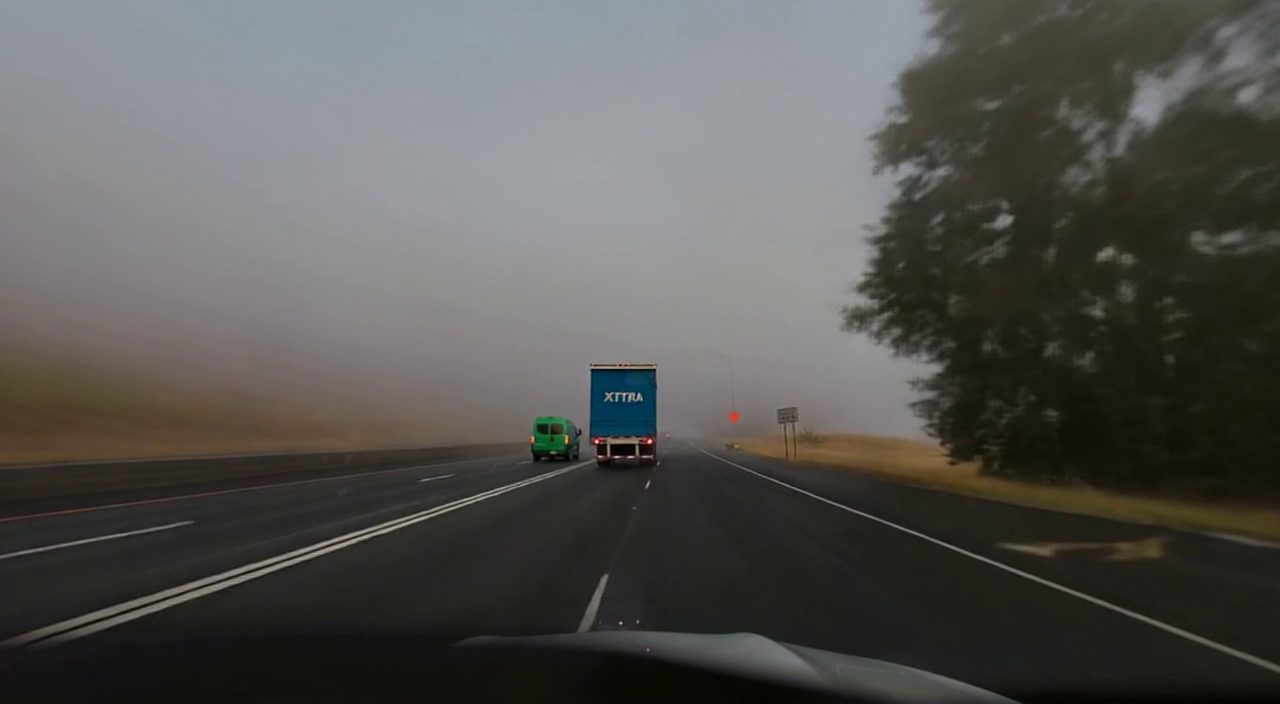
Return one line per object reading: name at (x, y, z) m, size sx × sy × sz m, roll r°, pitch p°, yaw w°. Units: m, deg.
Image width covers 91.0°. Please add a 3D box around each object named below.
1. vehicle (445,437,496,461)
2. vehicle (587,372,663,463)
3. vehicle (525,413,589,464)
vehicle at (-11.060, 6.363, 41.447) m, size 1.901 × 1.487 × 4.622 m, roll 0°, pitch -8°, yaw 3°
vehicle at (-0.474, 3.648, 32.494) m, size 3.183 × 4.011 × 9.617 m, roll 0°, pitch -9°, yaw 3°
vehicle at (-4.574, 4.946, 35.825) m, size 2.469 × 2.615 × 5.874 m, roll 0°, pitch -8°, yaw 3°
